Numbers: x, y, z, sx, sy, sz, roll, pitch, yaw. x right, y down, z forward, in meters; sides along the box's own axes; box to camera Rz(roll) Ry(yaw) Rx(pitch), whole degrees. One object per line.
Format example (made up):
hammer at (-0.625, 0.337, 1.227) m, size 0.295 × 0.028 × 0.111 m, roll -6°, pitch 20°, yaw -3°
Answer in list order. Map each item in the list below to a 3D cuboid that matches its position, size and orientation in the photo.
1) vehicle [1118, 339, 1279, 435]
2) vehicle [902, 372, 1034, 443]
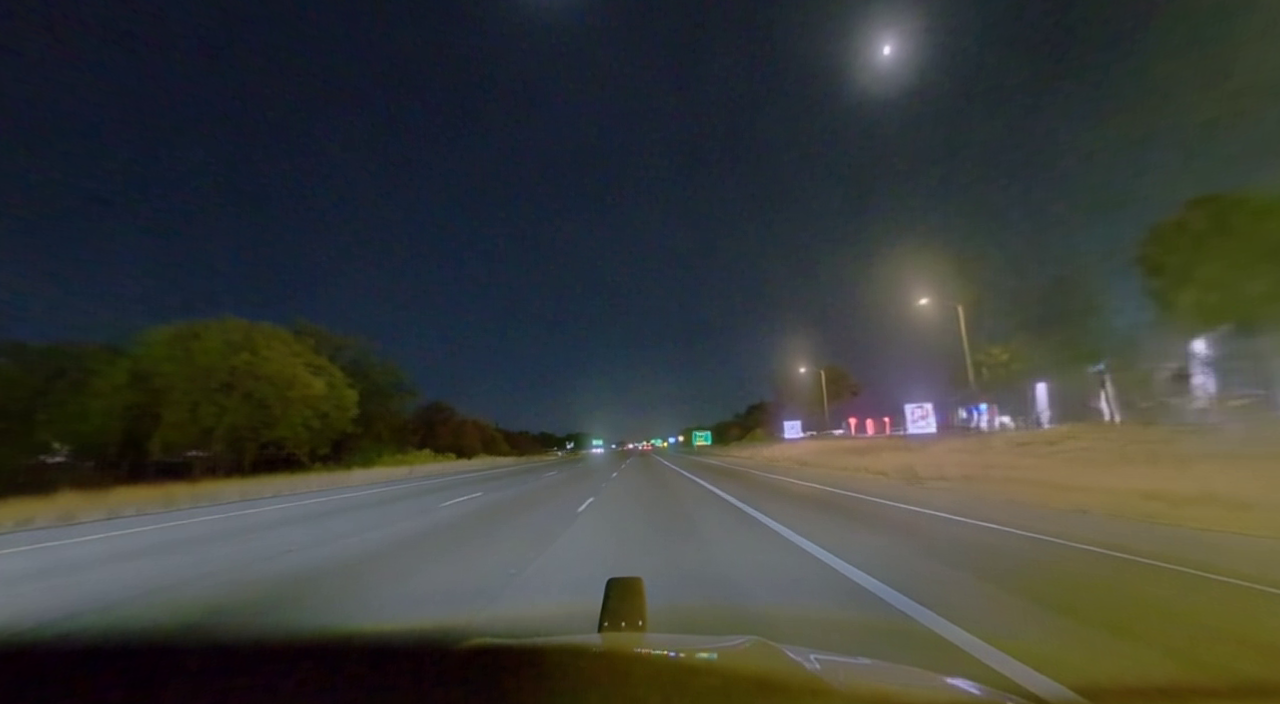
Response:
vehicle at (24.786, 1.723, 26.291) m, size 3.216 × 3.341 × 8.290 m, roll 0°, pitch -8°, yaw 1°
vehicle at (17.195, 3.162, 33.850) m, size 2.821 × 3.355 × 7.583 m, roll 0°, pitch -8°, yaw -1°
